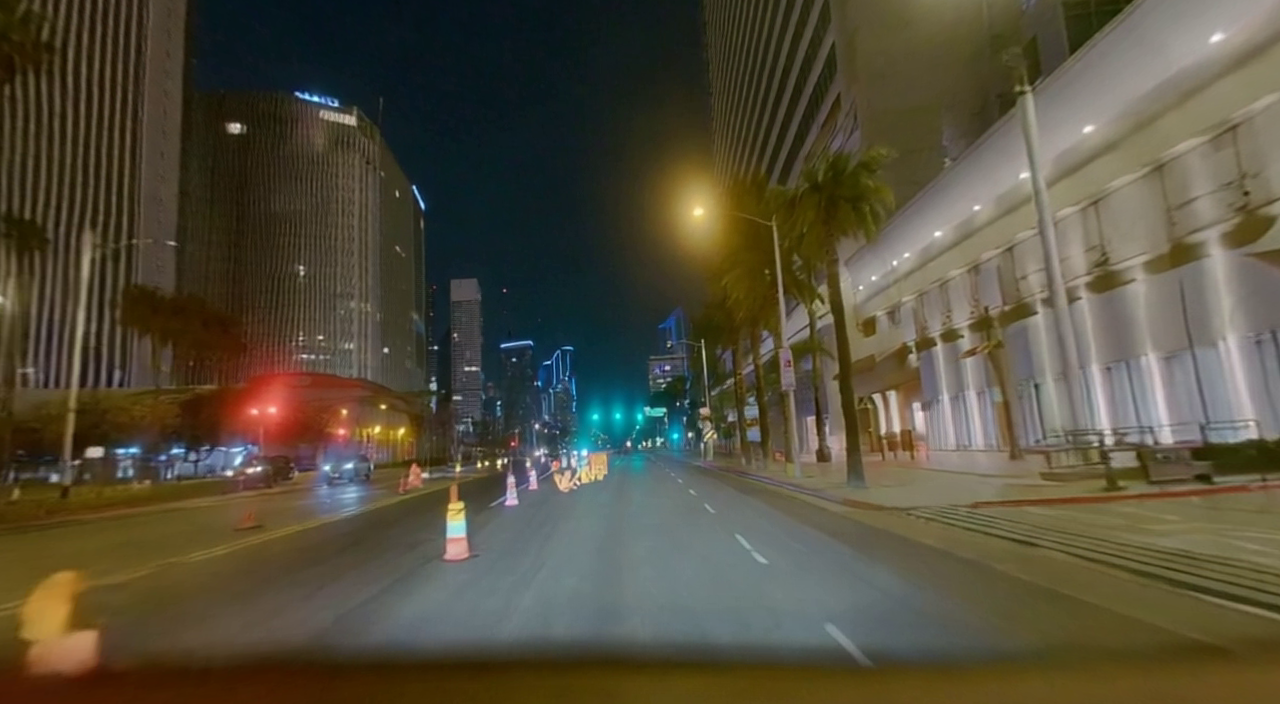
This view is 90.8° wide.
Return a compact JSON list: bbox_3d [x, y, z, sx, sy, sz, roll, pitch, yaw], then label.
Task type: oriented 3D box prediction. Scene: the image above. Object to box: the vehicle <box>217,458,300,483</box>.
[{"bbox_3d":[-28.629,8.880,47.554,1.979,1.644,4.875,-5,-10,30],"label":"vehicle"}]
